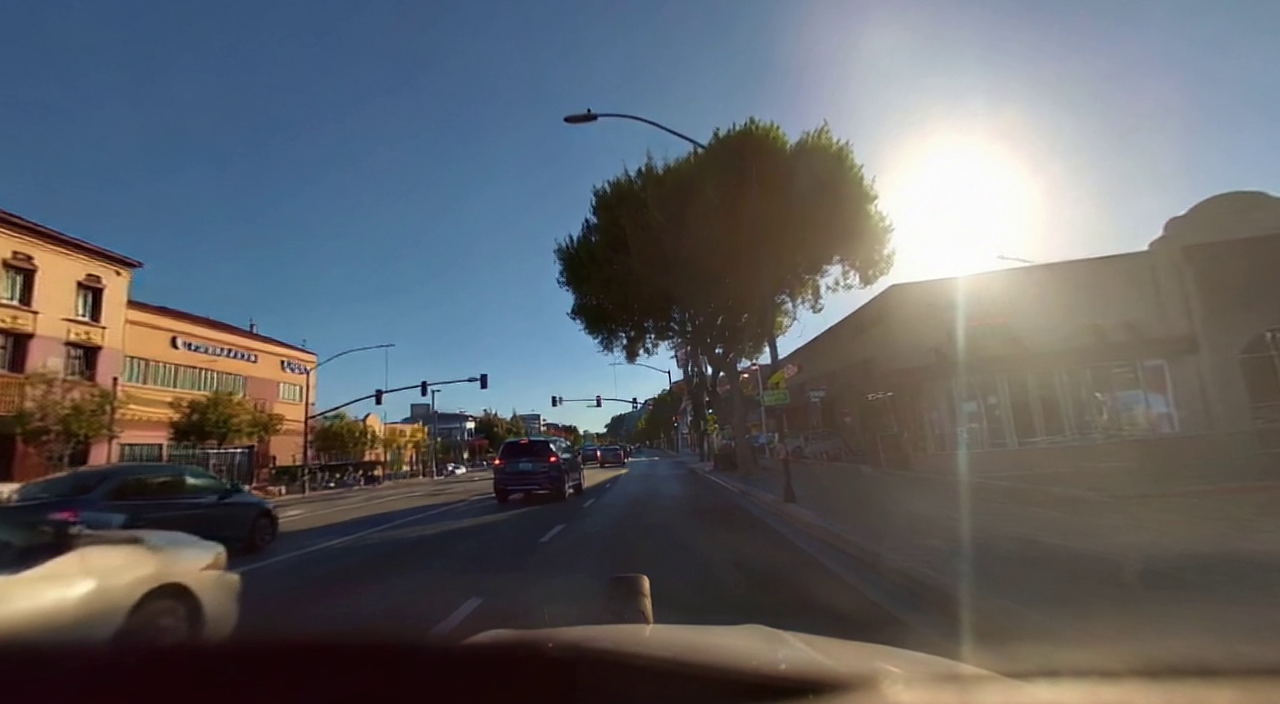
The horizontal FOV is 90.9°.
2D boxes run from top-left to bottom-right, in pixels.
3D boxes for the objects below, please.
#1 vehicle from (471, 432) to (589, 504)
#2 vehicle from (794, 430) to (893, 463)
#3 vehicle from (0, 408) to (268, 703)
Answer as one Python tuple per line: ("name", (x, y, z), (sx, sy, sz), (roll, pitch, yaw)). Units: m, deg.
("vehicle", (-2.900, 3.214, 17.972), (2.277, 1.743, 4.893), (-1, -9, 3))
("vehicle", (10.286, 4.858, 32.176), (4.361, 1.550, 2.087), (0, -11, 3))
("vehicle", (-3.392, 0.844, 1.543), (2.037, 1.484, 4.603), (-1, -9, 2))
